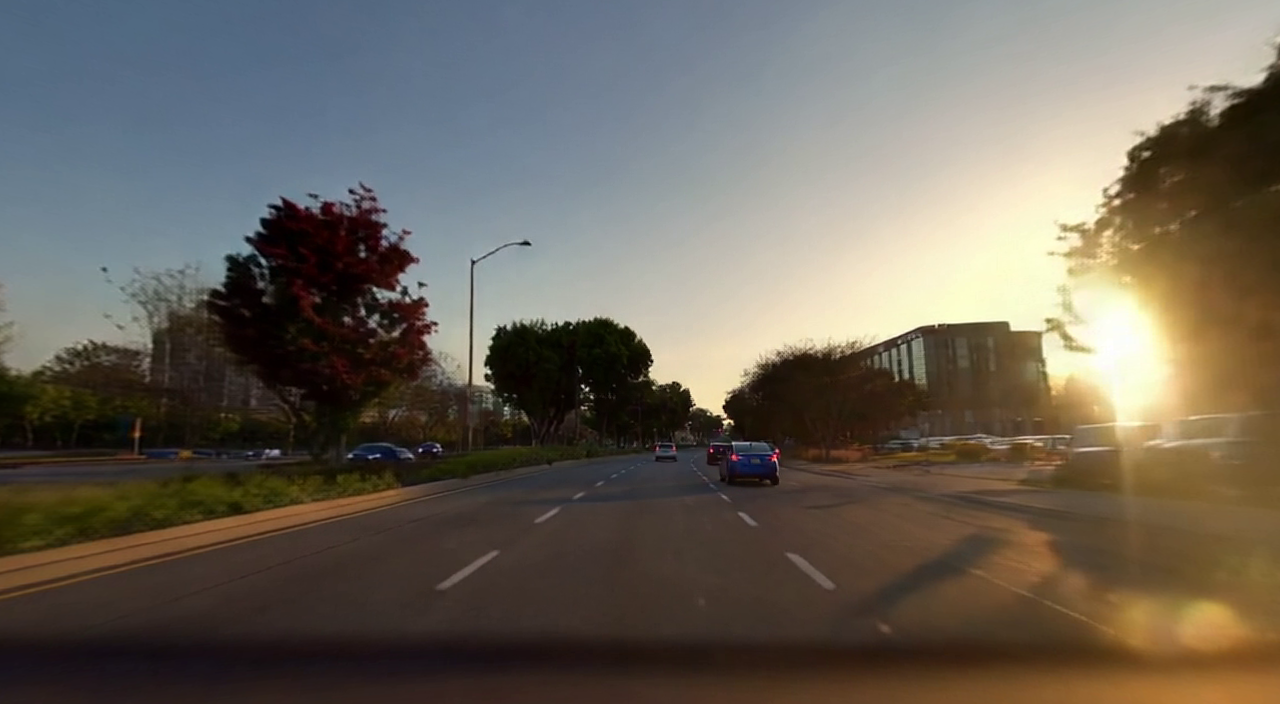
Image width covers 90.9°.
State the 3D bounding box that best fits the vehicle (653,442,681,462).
[{"bbox_3d":[2.166,7.902,49.835,2.059,1.477,3.988,-1,-8,5],"label":"vehicle"}]

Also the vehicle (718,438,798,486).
[{"bbox_3d":[4.025,3.816,22.291,1.981,1.499,4.536,0,-8,0],"label":"vehicle"}]

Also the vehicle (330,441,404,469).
[{"bbox_3d":[-15.471,5.844,36.022,2.055,1.495,4.772,0,-8,0],"label":"vehicle"}]
